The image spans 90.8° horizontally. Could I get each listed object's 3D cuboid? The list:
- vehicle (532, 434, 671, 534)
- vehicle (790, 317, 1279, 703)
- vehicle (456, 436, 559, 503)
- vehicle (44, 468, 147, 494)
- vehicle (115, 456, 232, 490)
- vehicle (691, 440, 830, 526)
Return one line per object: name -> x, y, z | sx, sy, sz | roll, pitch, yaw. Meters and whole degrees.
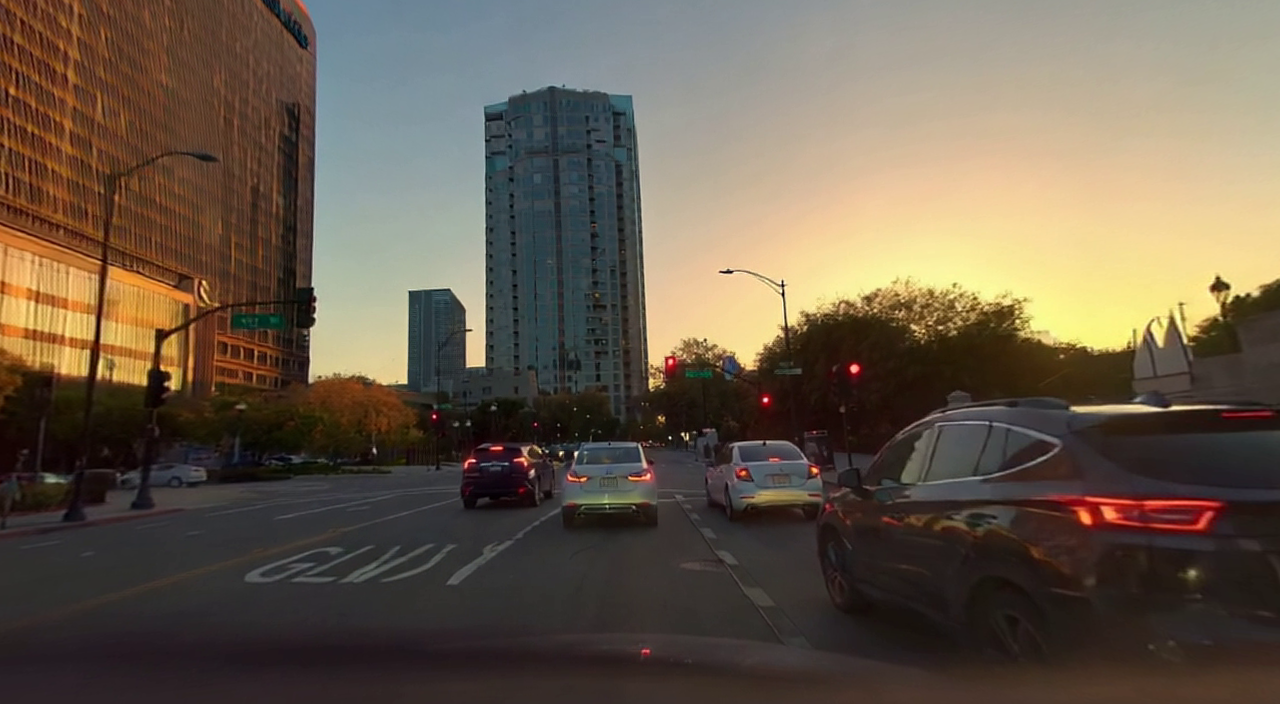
vehicle -> -0.610, 2.313, 11.665 | 2.096, 1.492, 4.071 | 0, -9, -1
vehicle -> 2.629, 1.085, 4.251 | 2.096, 1.775, 4.440 | 0, -9, -1
vehicle -> -3.578, 3.262, 18.096 | 2.045, 1.633, 4.864 | 0, -9, -2
vehicle -> -32.362, 7.640, 37.619 | 4.392, 1.427, 1.764 | 0, -9, -1
vehicle -> -25.463, 6.600, 34.643 | 4.612, 1.752, 1.953 | 1, -9, -10
vehicle -> 2.244, 2.562, 12.989 | 1.943, 1.449, 4.202 | 0, -9, -1
